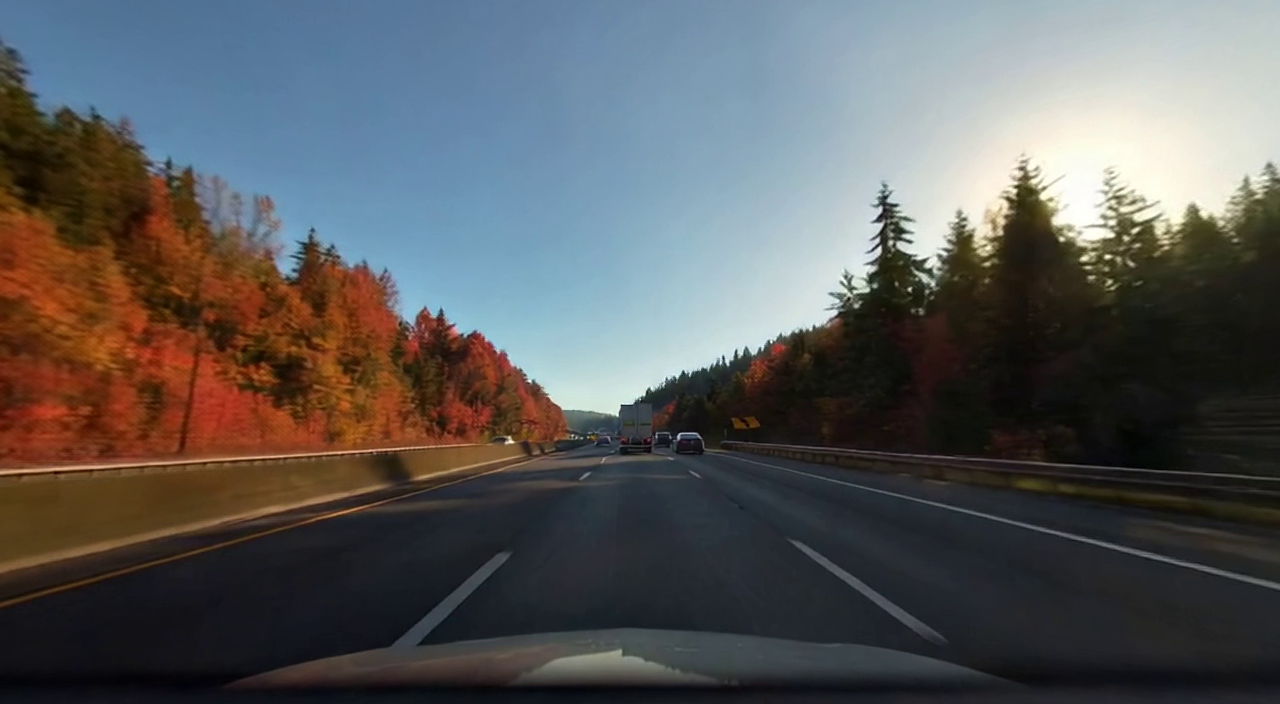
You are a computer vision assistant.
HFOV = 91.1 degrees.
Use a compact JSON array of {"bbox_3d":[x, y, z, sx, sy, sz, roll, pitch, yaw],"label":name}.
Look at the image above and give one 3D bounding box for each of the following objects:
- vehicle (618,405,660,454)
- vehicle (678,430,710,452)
[{"bbox_3d":[-0.185,5.224,42.049,2.631,2.957,6.512,0,-8,-2],"label":"vehicle"},{"bbox_3d":[3.963,6.630,46.750,1.959,1.571,3.876,0,-8,-2],"label":"vehicle"}]
